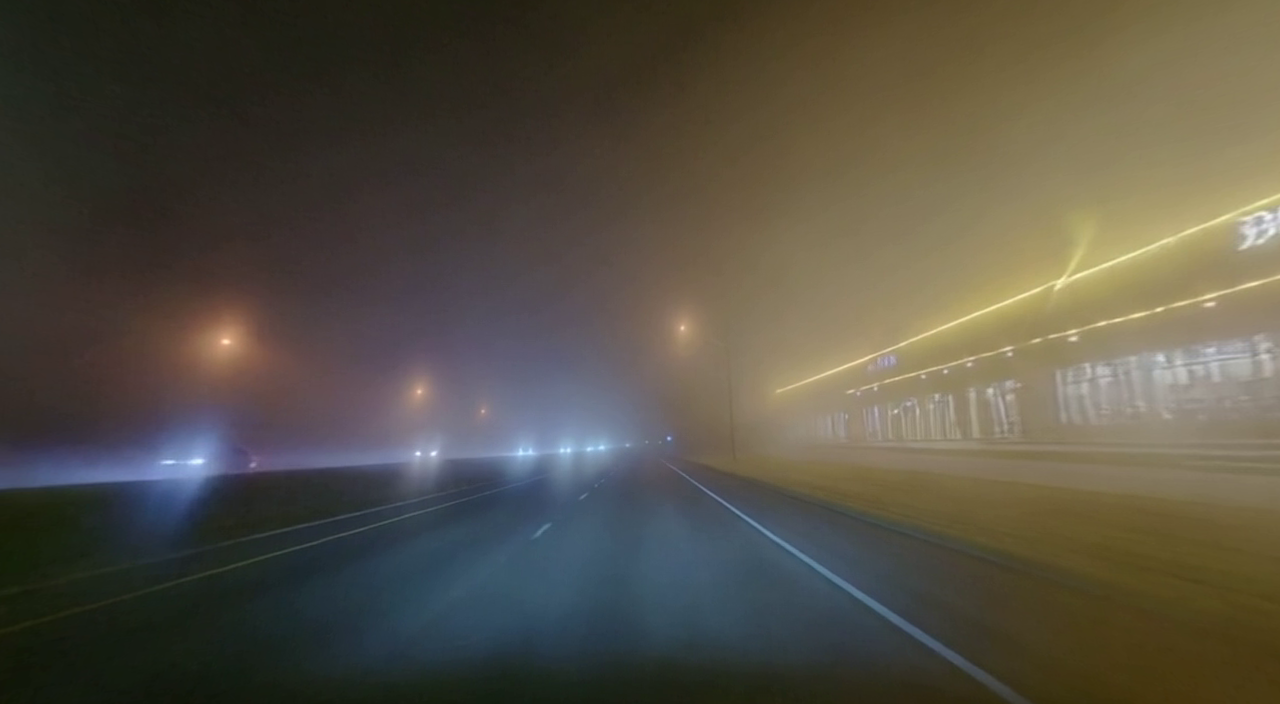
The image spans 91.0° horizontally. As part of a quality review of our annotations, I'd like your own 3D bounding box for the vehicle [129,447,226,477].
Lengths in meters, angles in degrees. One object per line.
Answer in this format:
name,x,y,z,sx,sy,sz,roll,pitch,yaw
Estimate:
vehicle,-24.485,5.825,33.563,1.826,1.506,4.293,0,-9,1
